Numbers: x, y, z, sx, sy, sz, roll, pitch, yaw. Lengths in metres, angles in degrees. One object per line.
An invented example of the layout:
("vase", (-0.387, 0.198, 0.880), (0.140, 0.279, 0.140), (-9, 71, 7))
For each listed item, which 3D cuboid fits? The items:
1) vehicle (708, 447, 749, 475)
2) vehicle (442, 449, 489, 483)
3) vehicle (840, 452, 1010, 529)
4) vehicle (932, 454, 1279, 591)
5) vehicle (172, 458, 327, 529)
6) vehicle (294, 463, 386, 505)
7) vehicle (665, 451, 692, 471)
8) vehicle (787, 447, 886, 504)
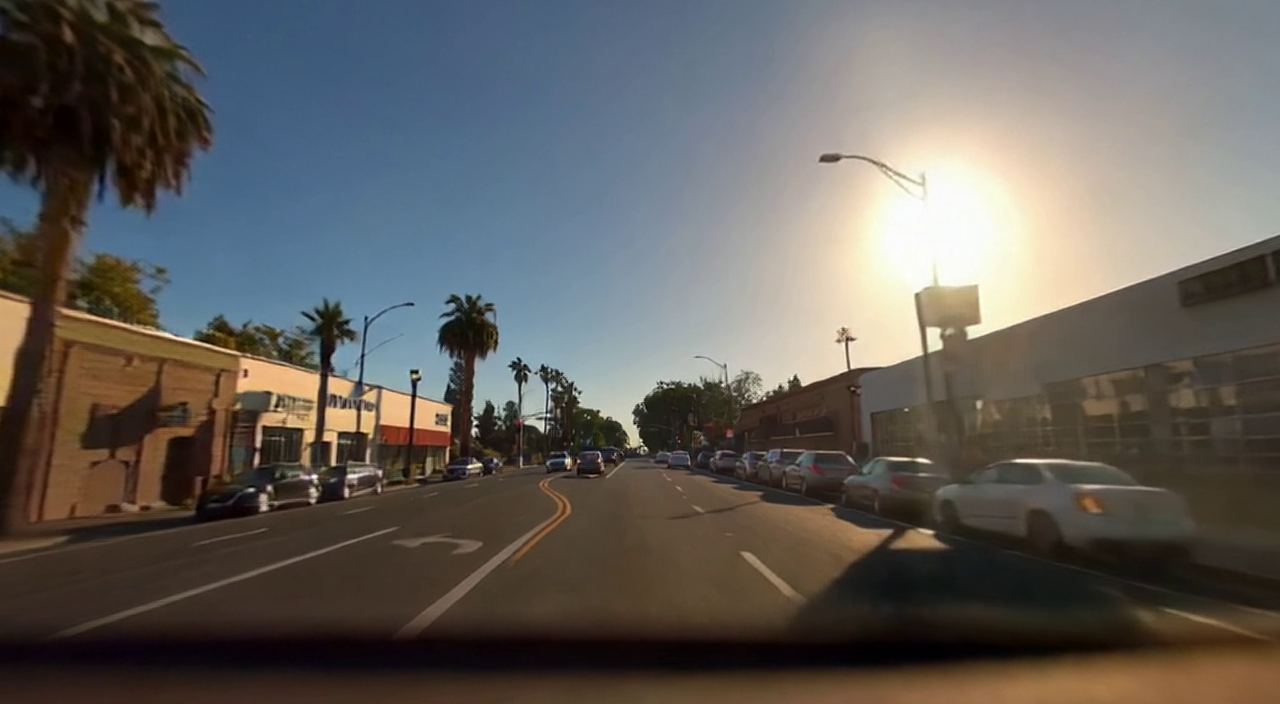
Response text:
("vehicle", (6.420, 7.930, 46.385), (2.128, 1.887, 5.602), (0, -9, 0))
("vehicle", (-12.638, 8.399, 46.065), (2.217, 1.976, 4.738), (-1, -15, -2))
("vehicle", (6.583, 3.205, 15.256), (1.831, 1.504, 4.498), (0, -9, -2))
("vehicle", (6.528, 2.336, 9.652), (1.840, 1.503, 4.760), (0, -9, 0))
("vehicle", (-12.740, 4.588, 21.108), (1.975, 1.570, 5.265), (-8, -7, -3))
("vehicle", (-12.716, 5.571, 27.111), (1.838, 1.515, 4.432), (0, -9, -1))
("vehicle", (2.954, 8.449, 49.200), (1.896, 1.501, 3.625), (0, -9, 0))
("vehicle", (6.485, 4.069, 21.368), (1.861, 1.695, 4.283), (0, -9, -1))
